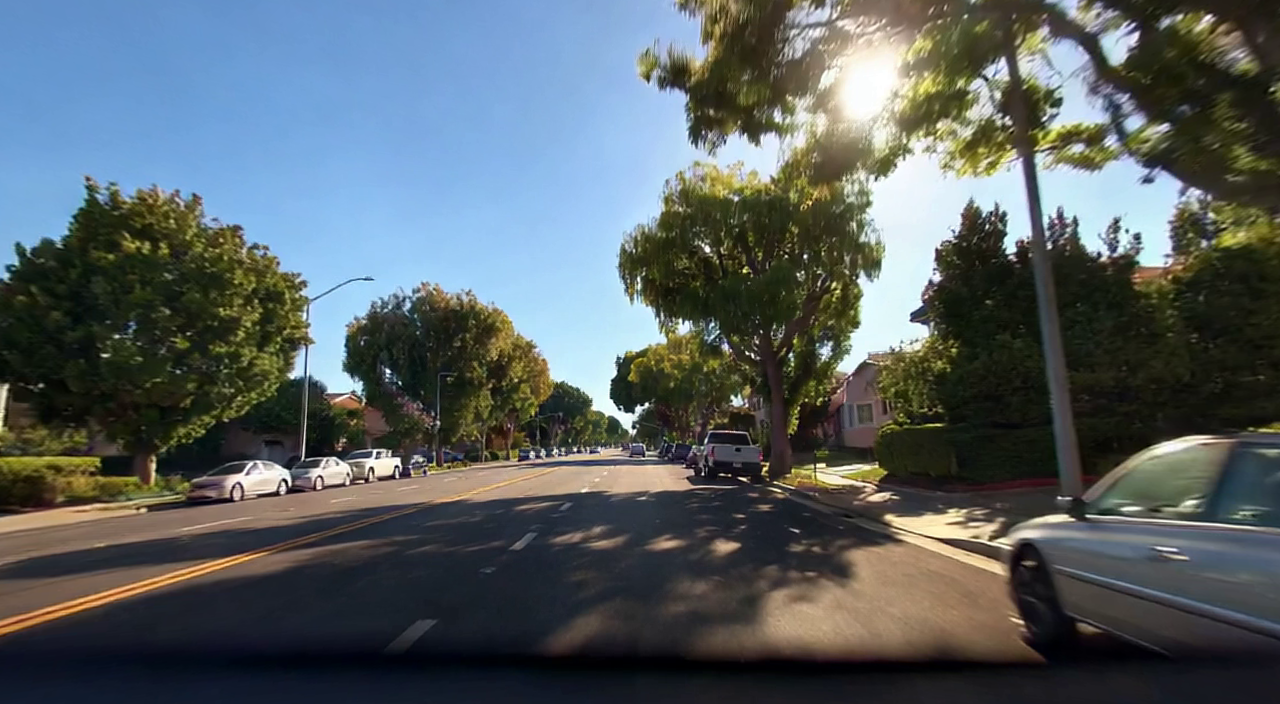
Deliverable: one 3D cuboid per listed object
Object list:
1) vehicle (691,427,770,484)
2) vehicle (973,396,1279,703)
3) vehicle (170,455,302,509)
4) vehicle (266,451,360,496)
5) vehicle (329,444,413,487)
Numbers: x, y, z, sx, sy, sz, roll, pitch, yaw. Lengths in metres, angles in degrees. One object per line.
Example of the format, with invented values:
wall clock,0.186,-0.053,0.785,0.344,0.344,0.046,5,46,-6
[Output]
vehicle,3.511,4.227,26.000,2.327,2.026,6.259,0,-9,0
vehicle,3.795,0.974,2.559,2.071,1.610,5.193,0,-9,0
vehicle,-13.985,4.496,22.180,2.017,1.574,4.024,-4,-10,-1
vehicle,-13.949,5.158,27.232,1.772,1.736,4.020,0,-9,1
vehicle,-13.963,5.912,33.158,2.213,1.903,5.326,-5,-9,-2
